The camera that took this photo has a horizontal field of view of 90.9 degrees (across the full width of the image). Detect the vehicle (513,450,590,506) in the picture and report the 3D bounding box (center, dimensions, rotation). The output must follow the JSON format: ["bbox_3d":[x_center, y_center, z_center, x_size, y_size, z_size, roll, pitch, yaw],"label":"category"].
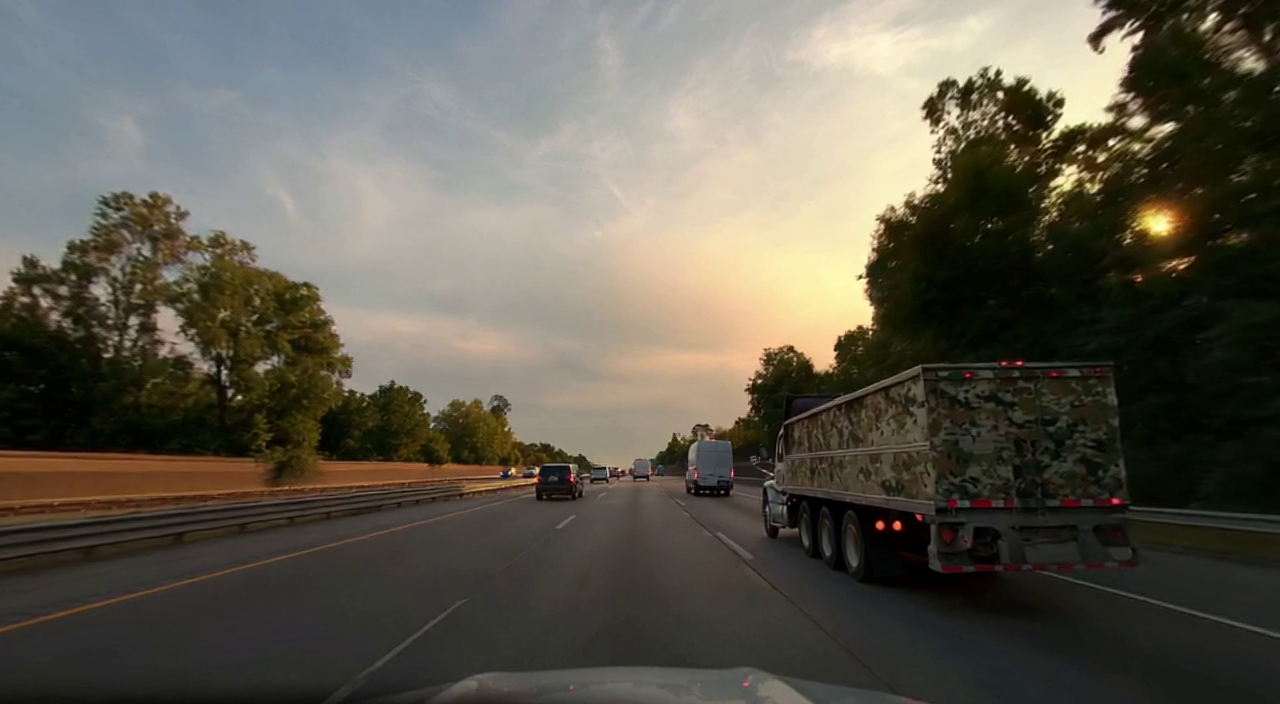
[{"bbox_3d":[-3.264,4.808,24.230,2.204,1.852,4.661,1,-10,1],"label":"vehicle"}]

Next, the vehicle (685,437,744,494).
[{"bbox_3d":[4.148,6.512,36.098,2.703,2.988,5.097,1,-10,0],"label":"vehicle"}]
